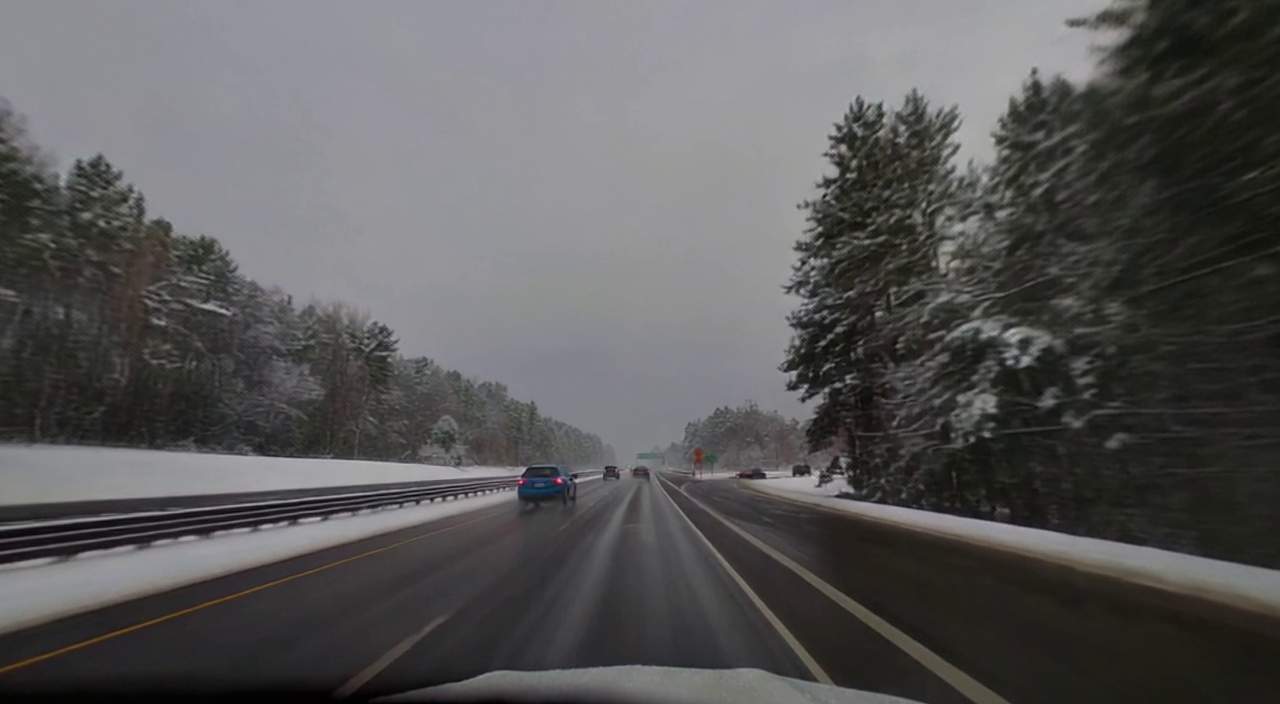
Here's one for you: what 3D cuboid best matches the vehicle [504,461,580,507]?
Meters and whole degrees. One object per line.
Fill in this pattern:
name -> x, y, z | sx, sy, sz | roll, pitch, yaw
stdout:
vehicle -> -3.533, 4.874, 23.540 | 2.047, 1.523, 4.279 | 1, -10, 1

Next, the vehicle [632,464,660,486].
vehicle -> 0.485, 9.623, 49.252 | 2.065, 1.596, 3.869 | 1, -10, 1
